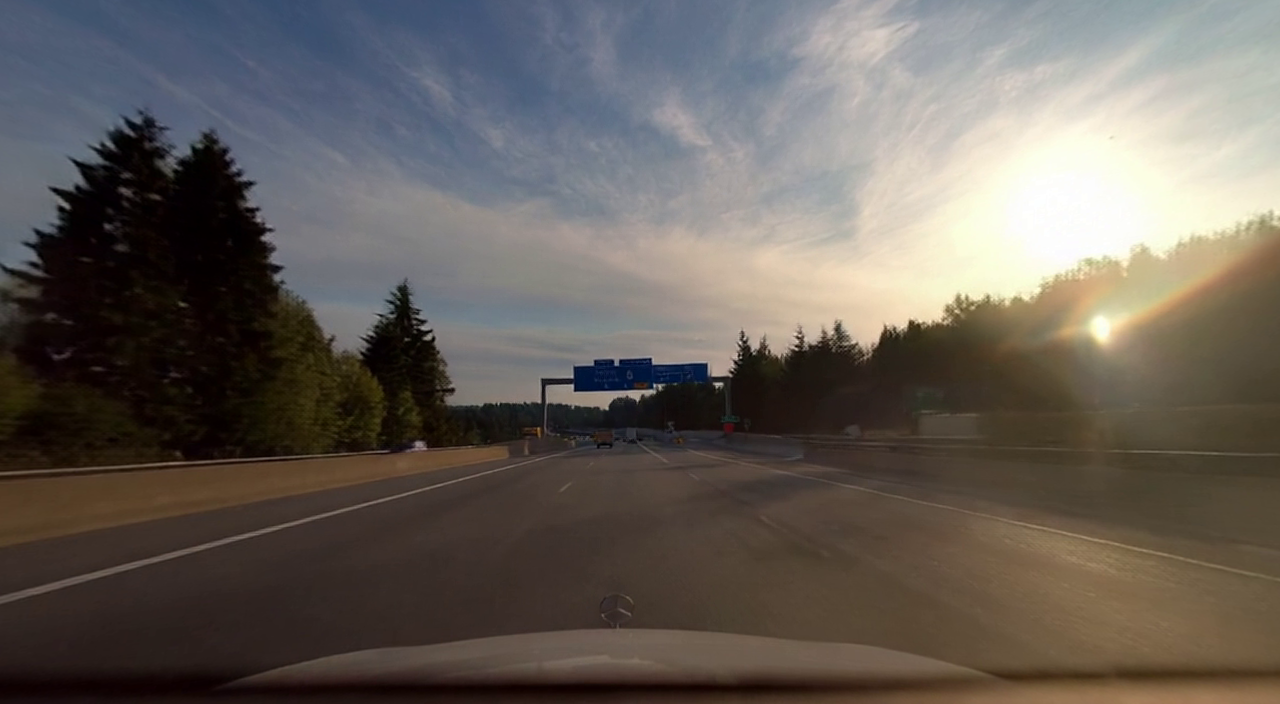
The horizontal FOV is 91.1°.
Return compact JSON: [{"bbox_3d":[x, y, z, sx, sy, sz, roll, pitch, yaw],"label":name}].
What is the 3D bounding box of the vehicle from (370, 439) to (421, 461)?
[{"bbox_3d":[-17.473,6.993,45.168,1.985,1.448,4.191,0,-8,0],"label":"vehicle"}]
